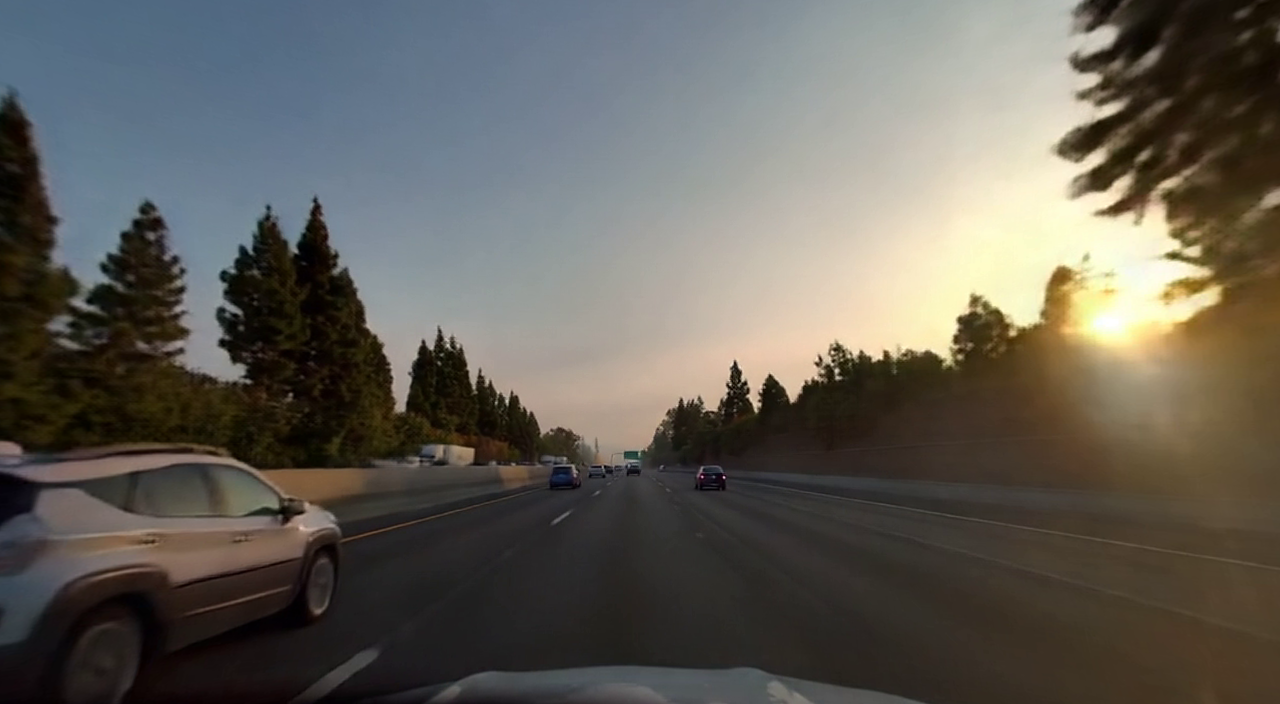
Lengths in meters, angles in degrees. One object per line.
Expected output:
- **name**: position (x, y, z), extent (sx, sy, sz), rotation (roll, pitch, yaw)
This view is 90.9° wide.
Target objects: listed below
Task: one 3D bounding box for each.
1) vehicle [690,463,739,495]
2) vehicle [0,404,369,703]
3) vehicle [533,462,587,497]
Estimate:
- **vehicle**: position (3.746, 6.456, 32.204), extent (1.981, 1.516, 4.109), rotation (1, -11, 0)
- **vehicle**: position (-3.552, 1.118, 3.425), extent (2.004, 1.468, 4.812), rotation (0, -11, 0)
- **vehicle**: position (-3.624, 5.894, 29.330), extent (2.000, 1.484, 3.995), rotation (1, -11, -1)
